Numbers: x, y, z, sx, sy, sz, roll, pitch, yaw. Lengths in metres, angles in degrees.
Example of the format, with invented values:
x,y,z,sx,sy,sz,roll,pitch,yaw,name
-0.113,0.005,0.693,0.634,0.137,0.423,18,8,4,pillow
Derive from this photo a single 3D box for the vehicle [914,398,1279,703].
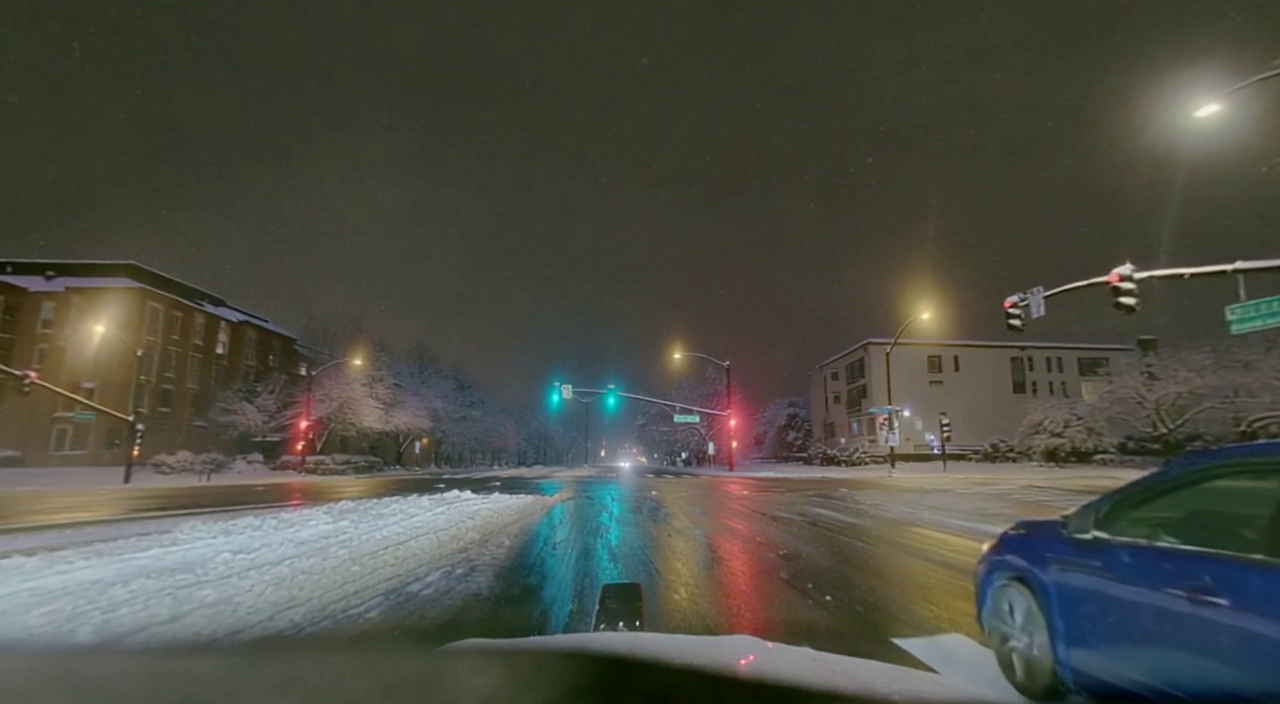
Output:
x,y,z,sx,sy,sz,roll,pitch,yaw,name
3.141,0.958,2.258,2.089,1.539,4.767,0,-9,-1,vehicle
